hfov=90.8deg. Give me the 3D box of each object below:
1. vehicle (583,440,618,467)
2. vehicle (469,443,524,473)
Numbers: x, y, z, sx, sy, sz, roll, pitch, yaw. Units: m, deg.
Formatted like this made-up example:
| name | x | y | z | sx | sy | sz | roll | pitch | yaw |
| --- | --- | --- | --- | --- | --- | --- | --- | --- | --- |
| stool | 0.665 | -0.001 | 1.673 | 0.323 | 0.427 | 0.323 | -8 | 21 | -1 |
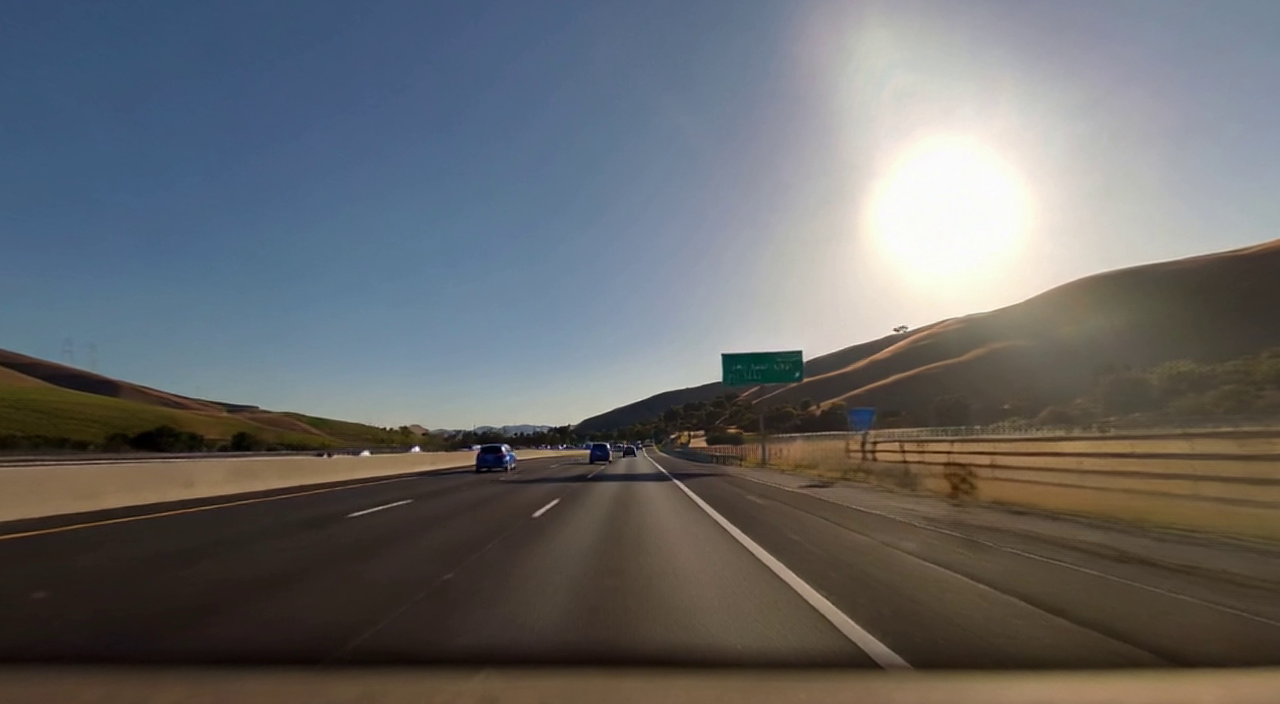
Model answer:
| name | x | y | z | sx | sy | sz | roll | pitch | yaw |
| --- | --- | --- | --- | --- | --- | --- | --- | --- | --- |
| vehicle | -2.697 | 7.074 | 44.165 | 2.029 | 1.753 | 4.718 | 0 | -9 | 1 |
| vehicle | -7.764 | 5.785 | 34.626 | 1.930 | 1.508 | 4.567 | 0 | -9 | 0 |
